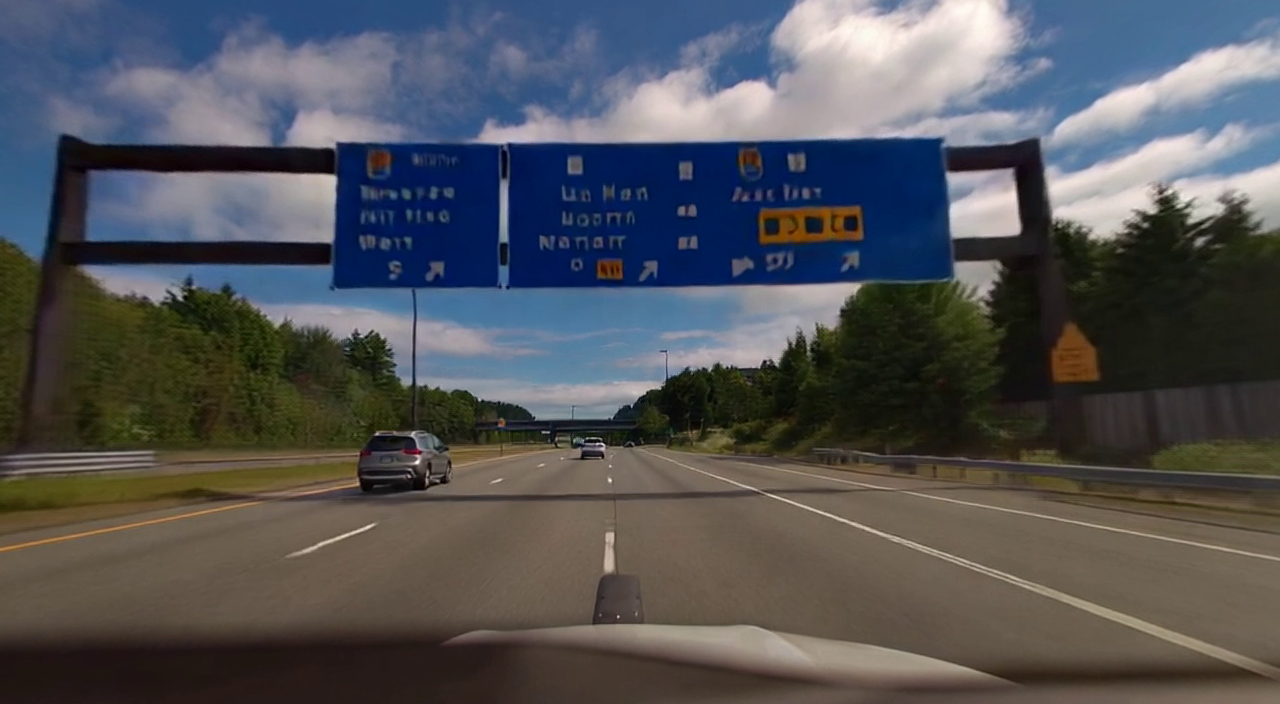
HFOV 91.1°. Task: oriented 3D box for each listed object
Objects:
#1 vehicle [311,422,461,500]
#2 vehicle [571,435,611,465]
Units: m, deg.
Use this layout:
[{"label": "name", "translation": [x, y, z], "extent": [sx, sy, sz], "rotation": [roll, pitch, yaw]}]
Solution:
[{"label": "vehicle", "translation": [-6.232, 2.703, 16.134], "extent": [2.111, 1.689, 4.505], "rotation": [0, -8, -2]}, {"label": "vehicle", "translation": [-2.635, 5.357, 34.735], "extent": [2.010, 1.534, 4.013], "rotation": [0, -8, -1]}]
